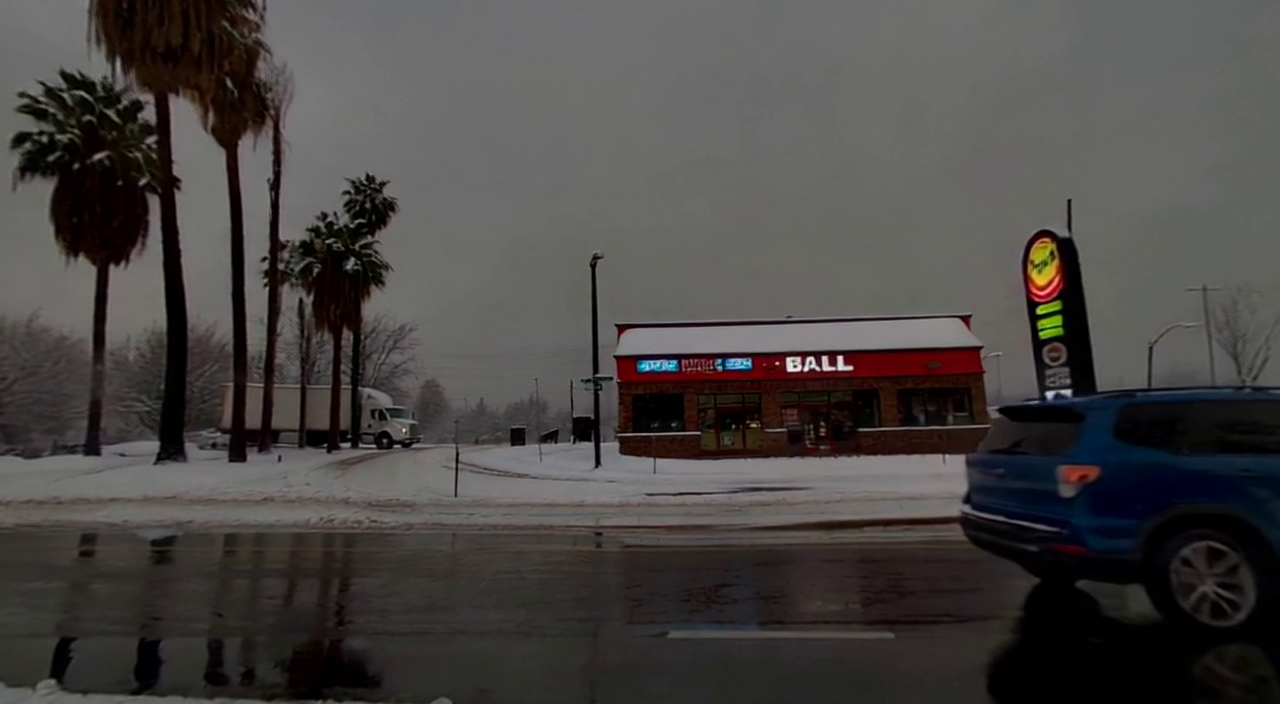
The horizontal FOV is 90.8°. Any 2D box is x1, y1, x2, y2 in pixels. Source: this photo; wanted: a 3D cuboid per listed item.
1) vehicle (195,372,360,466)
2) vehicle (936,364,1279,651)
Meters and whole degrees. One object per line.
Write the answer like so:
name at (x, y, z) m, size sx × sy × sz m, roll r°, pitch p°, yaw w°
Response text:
vehicle at (-16.951, 3.376, 30.448) m, size 3.034 × 3.929 × 7.699 m, roll 0°, pitch -9°, yaw 2°
vehicle at (5.133, 1.085, 4.960) m, size 4.493 × 1.728 × 2.137 m, roll 0°, pitch -9°, yaw 0°
